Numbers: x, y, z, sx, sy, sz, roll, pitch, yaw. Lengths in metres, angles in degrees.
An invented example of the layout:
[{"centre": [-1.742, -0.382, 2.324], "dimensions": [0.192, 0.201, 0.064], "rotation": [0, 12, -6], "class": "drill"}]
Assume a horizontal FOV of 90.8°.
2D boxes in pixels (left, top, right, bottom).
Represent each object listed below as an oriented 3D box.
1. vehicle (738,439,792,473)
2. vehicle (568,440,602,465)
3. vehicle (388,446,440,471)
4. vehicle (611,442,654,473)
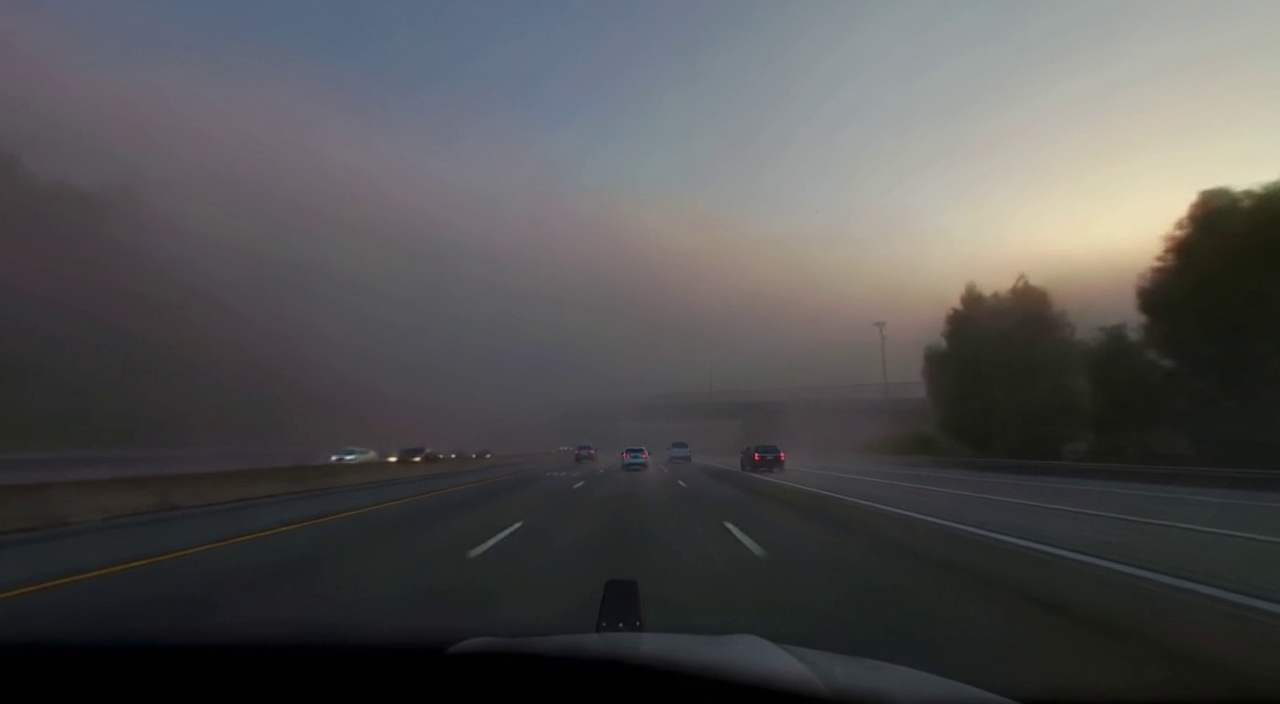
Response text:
[{"centre": [6.408, 5.379, 32.795], "dimensions": [1.936, 1.625, 3.991], "rotation": [0, -9, -1], "class": "vehicle"}, {"centre": [-4.094, 7.578, 47.642], "dimensions": [2.113, 1.756, 4.471], "rotation": [0, -9, 0], "class": "vehicle"}, {"centre": [-14.035, 6.625, 39.485], "dimensions": [1.811, 1.496, 3.954], "rotation": [0, -9, 0], "class": "vehicle"}, {"centre": [-0.393, 5.407, 32.483], "dimensions": [2.075, 1.486, 4.007], "rotation": [0, -9, 0], "class": "vehicle"}]
